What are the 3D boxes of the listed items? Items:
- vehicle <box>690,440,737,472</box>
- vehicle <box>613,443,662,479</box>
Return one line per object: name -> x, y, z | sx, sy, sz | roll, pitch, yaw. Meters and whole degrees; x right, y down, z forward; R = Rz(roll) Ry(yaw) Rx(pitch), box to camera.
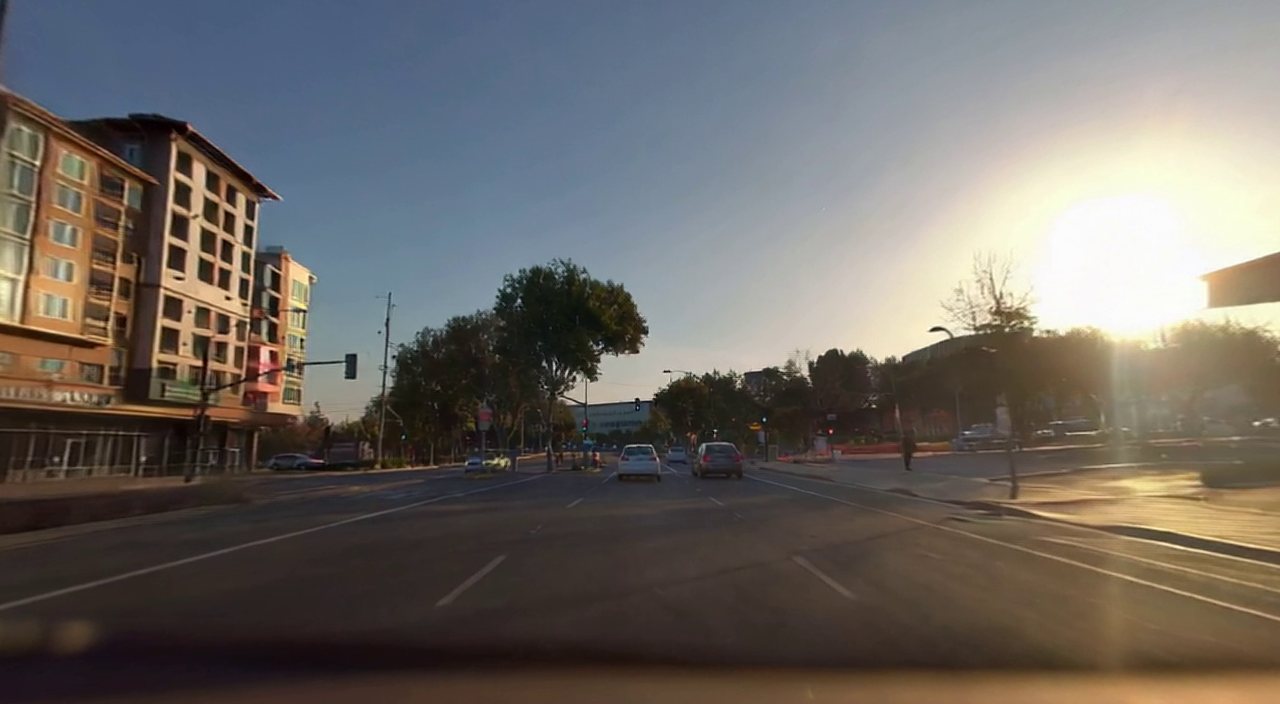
vehicle -> 4.107, 5.898, 35.950 | 2.007, 1.683, 4.171 | 0, -9, -2
vehicle -> -0.100, 4.875, 28.448 | 2.059, 1.477, 3.988 | 0, -9, 0
